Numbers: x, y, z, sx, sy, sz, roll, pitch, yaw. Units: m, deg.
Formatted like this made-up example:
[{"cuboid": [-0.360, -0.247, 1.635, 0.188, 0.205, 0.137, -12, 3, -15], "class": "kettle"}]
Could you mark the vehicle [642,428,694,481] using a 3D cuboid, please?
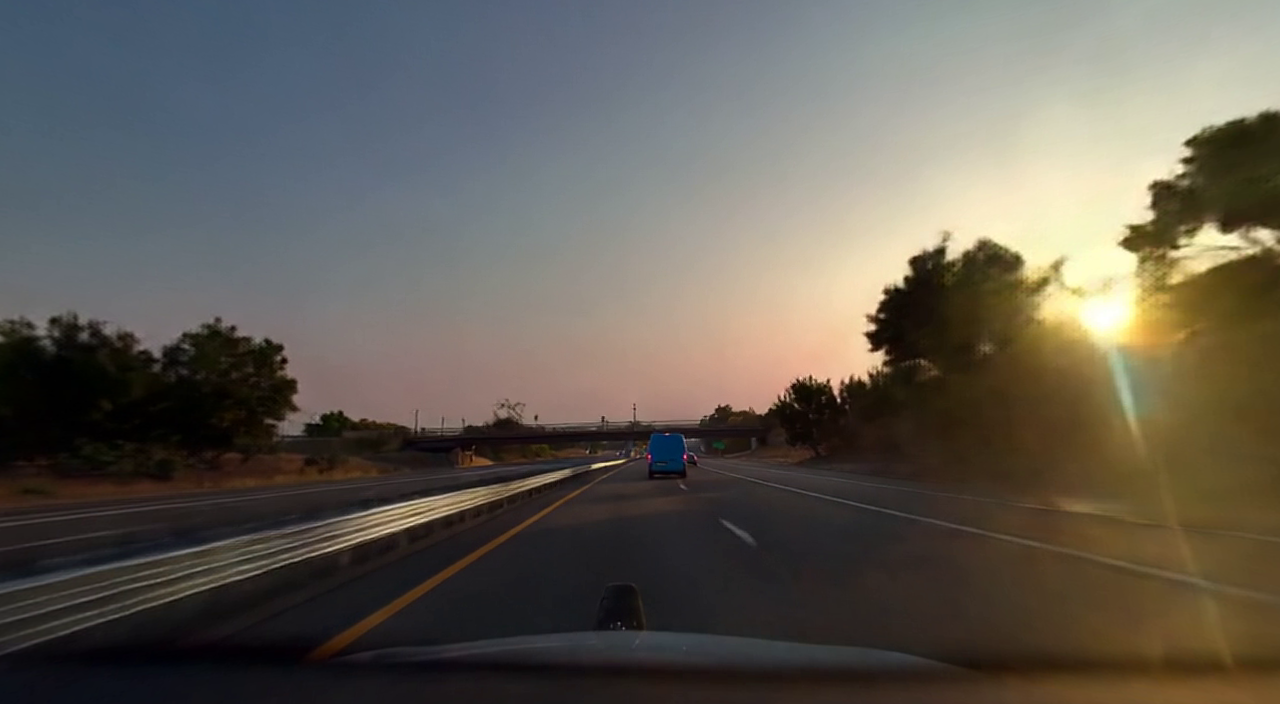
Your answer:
[{"cuboid": [1.441, 5.560, 34.026, 2.560, 2.598, 5.581, -1, -9, 1], "class": "vehicle"}]
